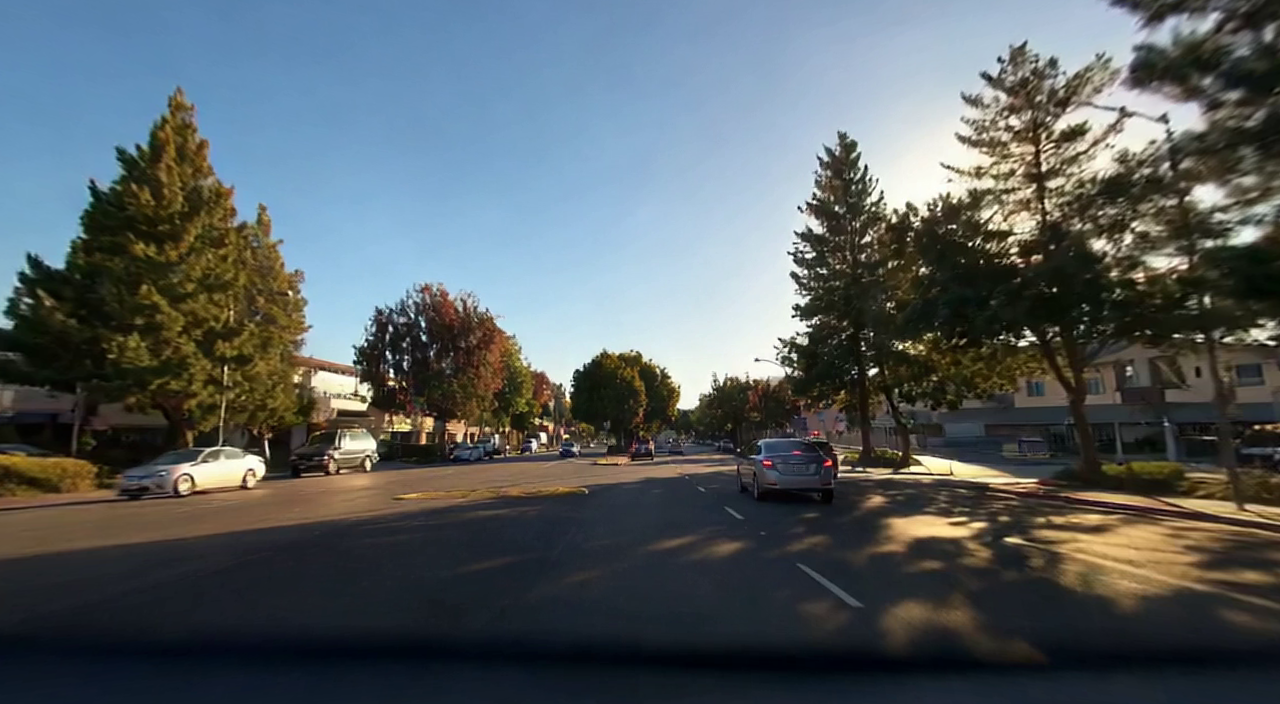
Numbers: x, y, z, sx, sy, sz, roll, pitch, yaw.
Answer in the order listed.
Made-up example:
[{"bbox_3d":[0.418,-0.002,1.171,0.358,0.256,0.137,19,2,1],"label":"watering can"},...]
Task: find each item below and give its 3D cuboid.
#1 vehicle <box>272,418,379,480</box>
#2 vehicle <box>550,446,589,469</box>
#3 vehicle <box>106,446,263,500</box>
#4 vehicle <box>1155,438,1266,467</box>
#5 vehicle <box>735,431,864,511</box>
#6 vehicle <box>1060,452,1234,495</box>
[{"bbox_3d":[-18.753,5.827,38.142,2.783,3.367,6.723,0,-8,1],"label":"vehicle"},{"bbox_3d":[-4.527,6.878,41.356,2.084,1.415,4.580,0,-8,-1],"label":"vehicle"},{"bbox_3d":[-15.305,4.047,21.557,1.964,1.639,4.428,0,-8,1],"label":"vehicle"},{"bbox_3d":[34.736,6.133,38.505,4.618,1.667,1.955,-1,-8,5],"label":"vehicle"},{"bbox_3d":[3.652,2.799,15.253,2.072,1.669,3.836,0,-8,-1],"label":"vehicle"},{"bbox_3d":[18.686,4.478,23.429,4.667,1.452,2.017,0,-8,1],"label":"vehicle"}]
